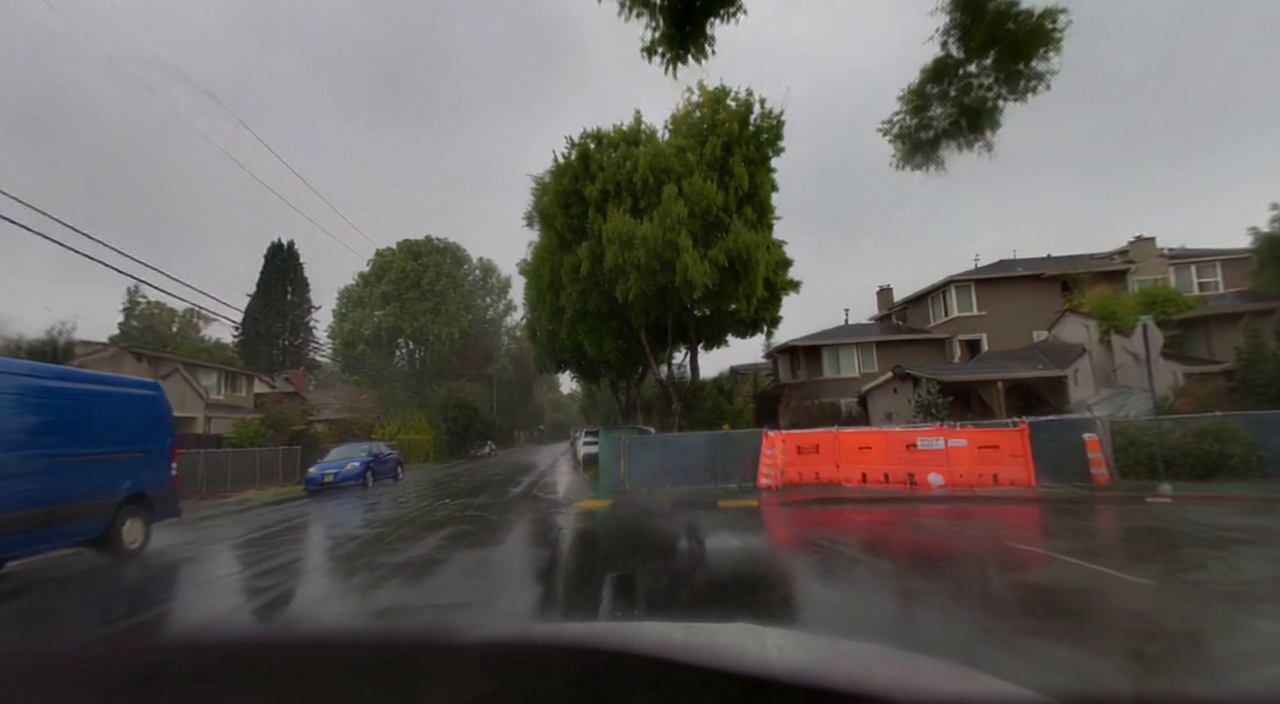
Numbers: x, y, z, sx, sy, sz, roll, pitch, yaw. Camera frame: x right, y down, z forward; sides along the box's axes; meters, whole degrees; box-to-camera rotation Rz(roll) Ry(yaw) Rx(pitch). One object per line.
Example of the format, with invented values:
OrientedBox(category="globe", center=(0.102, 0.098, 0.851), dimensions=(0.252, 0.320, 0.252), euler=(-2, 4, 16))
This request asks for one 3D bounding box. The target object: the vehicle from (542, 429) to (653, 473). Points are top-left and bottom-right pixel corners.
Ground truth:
OrientedBox(category="vehicle", center=(-1.450, 3.546, 22.904), dimensions=(1.827, 1.436, 4.070), euler=(-6, -9, 35))

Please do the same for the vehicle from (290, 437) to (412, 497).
OrientedBox(category="vehicle", center=(-8.257, 3.271, 18.451), dimensions=(1.899, 1.524, 4.082), euler=(0, -8, -4))

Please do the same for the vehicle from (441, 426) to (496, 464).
OrientedBox(category="vehicle", center=(-9.524, 5.202, 35.450), dimensions=(2.042, 1.937, 4.960), euler=(0, -8, -4))

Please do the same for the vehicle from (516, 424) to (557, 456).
OrientedBox(category="vehicle", center=(-6.925, 5.957, 42.649), dimensions=(2.219, 1.984, 4.712), euler=(0, -8, -3))

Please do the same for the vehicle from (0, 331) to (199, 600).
OrientedBox(category="vehicle", center=(-7.105, 1.054, 5.411), dimensions=(2.284, 2.500, 7.006), euler=(-2, -6, -6))
